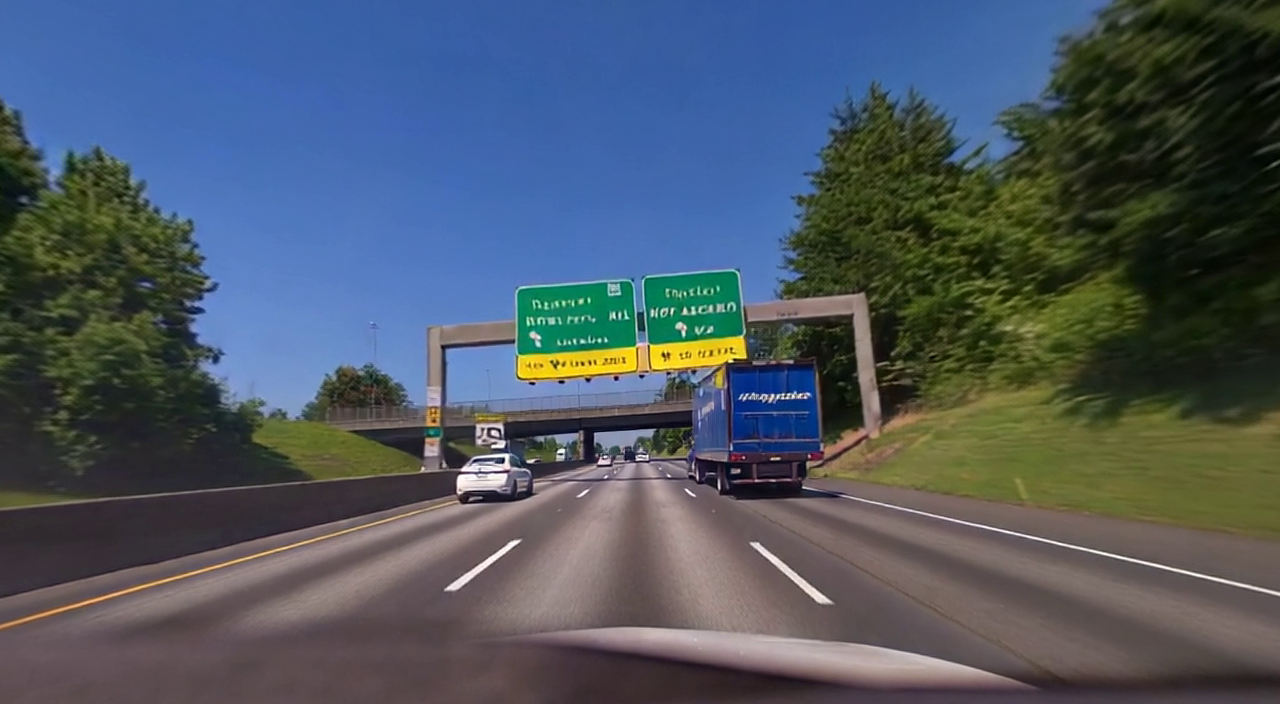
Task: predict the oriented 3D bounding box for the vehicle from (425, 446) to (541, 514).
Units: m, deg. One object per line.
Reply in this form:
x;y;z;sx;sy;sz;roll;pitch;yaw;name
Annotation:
-3.873;3.206;16.279;1.918;1.510;4.006;0;-9;1;vehicle

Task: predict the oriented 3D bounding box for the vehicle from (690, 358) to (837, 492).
4.248;3.263;25.926;3.025;4.005;14.010;0;-9;-1;vehicle
